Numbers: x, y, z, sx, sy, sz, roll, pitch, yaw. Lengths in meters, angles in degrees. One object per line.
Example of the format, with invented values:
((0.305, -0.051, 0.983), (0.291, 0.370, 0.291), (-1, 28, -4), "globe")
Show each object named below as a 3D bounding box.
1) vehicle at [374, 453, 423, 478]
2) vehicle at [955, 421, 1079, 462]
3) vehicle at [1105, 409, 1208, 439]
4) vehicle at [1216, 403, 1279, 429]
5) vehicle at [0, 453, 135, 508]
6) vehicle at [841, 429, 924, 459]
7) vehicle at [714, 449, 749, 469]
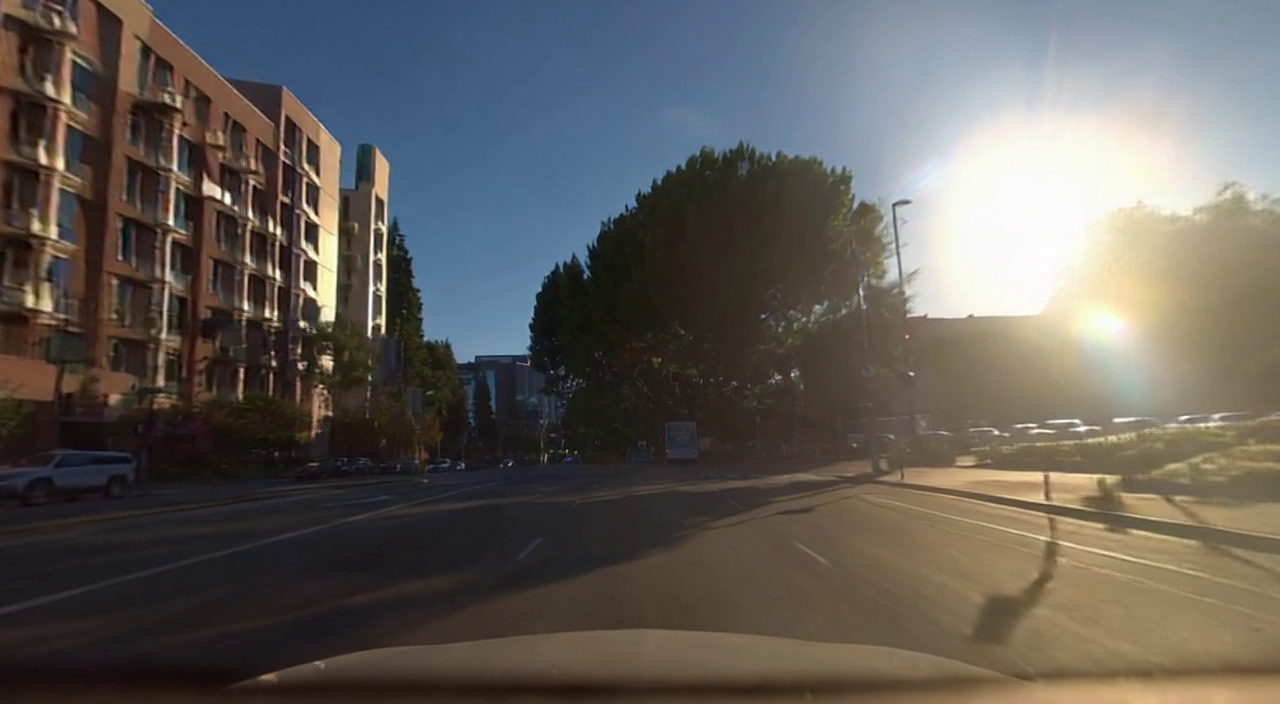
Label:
((-18.872, 8.880, 49.513), (2.027, 1.678, 4.654), (-3, -8, 1), "vehicle")
((17.394, 4.139, 29.292), (4.329, 1.502, 2.122), (-4, -4, 6), "vehicle")
((31.420, 4.408, 38.475), (4.318, 1.476, 1.940), (-4, -9, 6), "vehicle")
((37.864, 3.864, 37.939), (4.444, 1.455, 1.834), (-1, -8, 1), "vehicle")
((-19.184, 4.110, 20.407), (1.958, 1.492, 4.580), (-4, -8, 0), "vehicle")
((15.323, 5.885, 40.071), (4.432, 1.523, 1.908), (-4, -12, 6), "vehicle")
((7.175, 8.431, 49.924), (1.919, 1.449, 4.561), (0, -8, -2), "vehicle")
